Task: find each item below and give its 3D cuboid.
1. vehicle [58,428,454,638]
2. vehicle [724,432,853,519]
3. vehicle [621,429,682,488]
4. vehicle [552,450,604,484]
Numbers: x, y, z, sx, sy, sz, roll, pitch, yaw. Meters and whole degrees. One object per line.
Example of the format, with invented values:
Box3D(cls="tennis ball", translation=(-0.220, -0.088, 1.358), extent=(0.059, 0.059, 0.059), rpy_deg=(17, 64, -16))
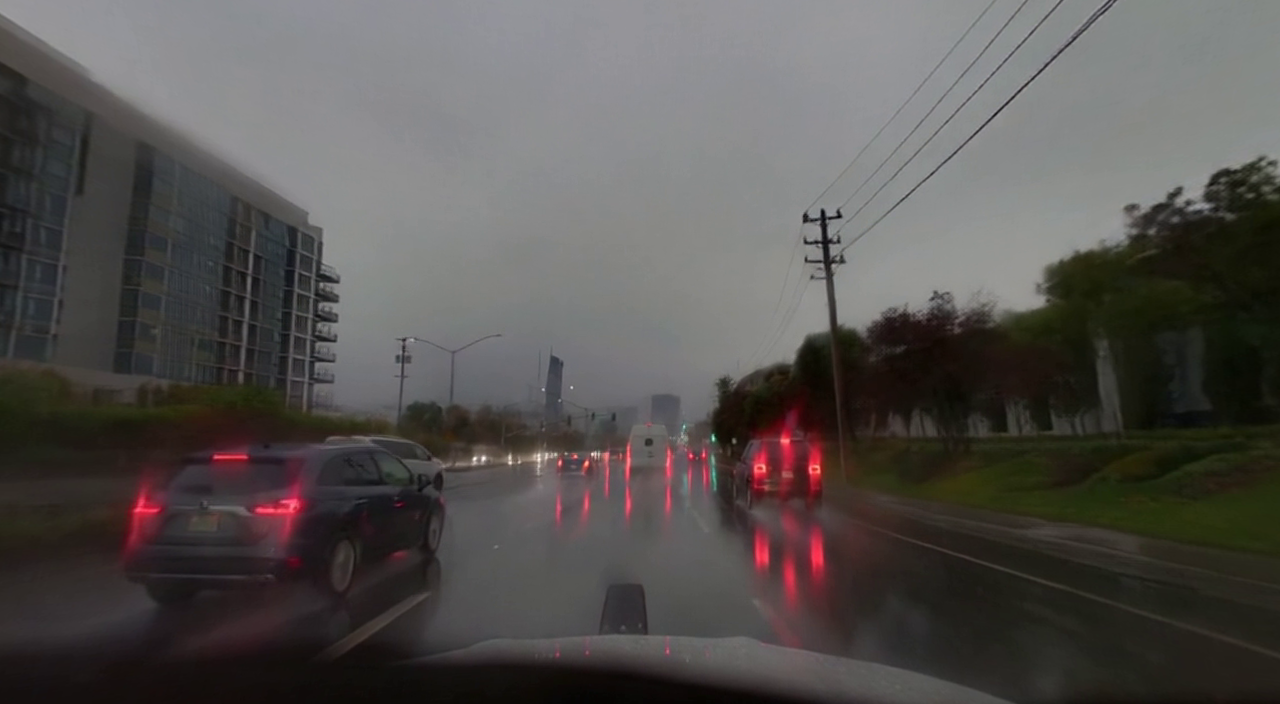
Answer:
Box3D(cls="vehicle", translation=(-3.616, 1.717, 6.913), extent=(1.934, 1.643, 3.718), rpy_deg=(0, -9, 1))
Box3D(cls="vehicle", translation=(3.602, 3.074, 16.214), extent=(2.283, 1.923, 4.427), rpy_deg=(0, -9, 1))
Box3D(cls="vehicle", translation=(0.650, 4.840, 28.961), extent=(2.457, 2.440, 5.486), rpy_deg=(-1, -9, 4))
Box3D(cls="vehicle", translation=(-3.059, 5.769, 31.873), extent=(1.984, 1.567, 4.311), rpy_deg=(0, -9, 3))
